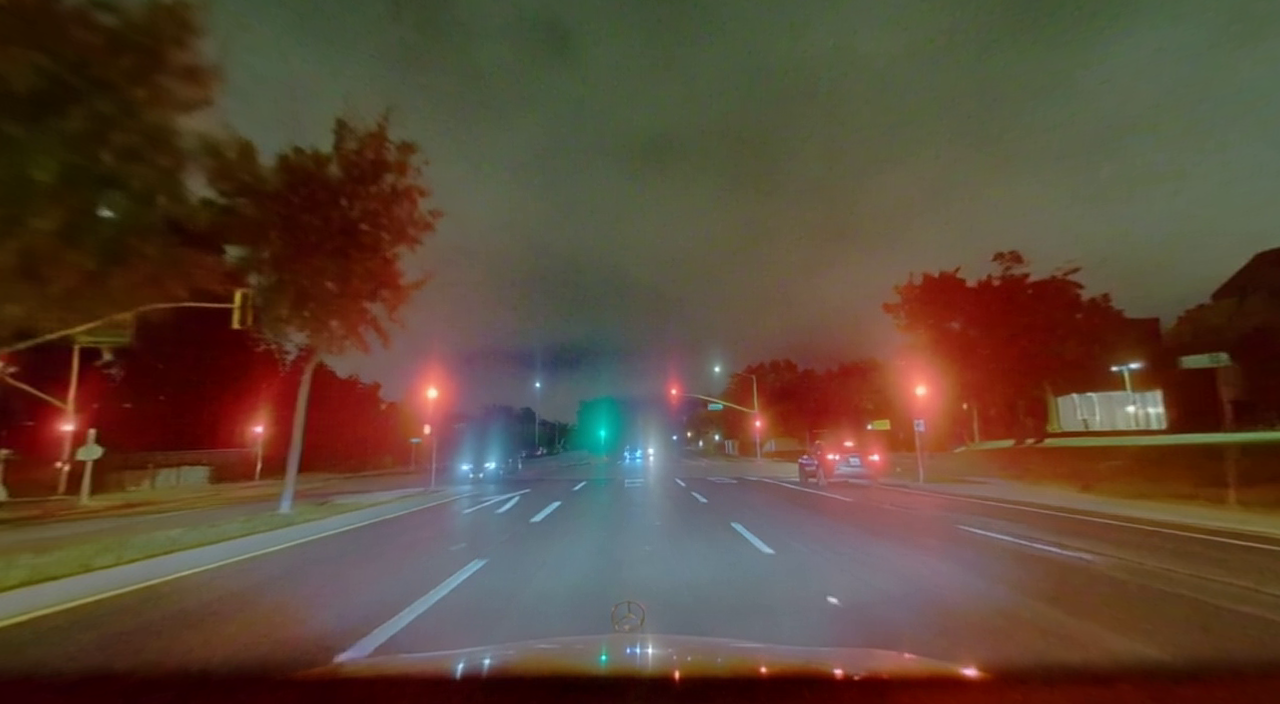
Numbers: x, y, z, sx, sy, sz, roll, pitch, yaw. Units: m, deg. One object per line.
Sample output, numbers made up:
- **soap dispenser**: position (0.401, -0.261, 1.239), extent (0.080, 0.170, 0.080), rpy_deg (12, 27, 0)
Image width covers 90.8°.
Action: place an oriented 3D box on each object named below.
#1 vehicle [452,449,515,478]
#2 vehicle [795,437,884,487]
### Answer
- **vehicle**: position (-9.420, 6.609, 37.831), extent (2.065, 1.477, 4.519), rpy_deg (3, -9, -37)
- **vehicle**: position (7.352, 4.086, 23.768), extent (2.011, 1.710, 4.357), rpy_deg (0, -9, 2)
